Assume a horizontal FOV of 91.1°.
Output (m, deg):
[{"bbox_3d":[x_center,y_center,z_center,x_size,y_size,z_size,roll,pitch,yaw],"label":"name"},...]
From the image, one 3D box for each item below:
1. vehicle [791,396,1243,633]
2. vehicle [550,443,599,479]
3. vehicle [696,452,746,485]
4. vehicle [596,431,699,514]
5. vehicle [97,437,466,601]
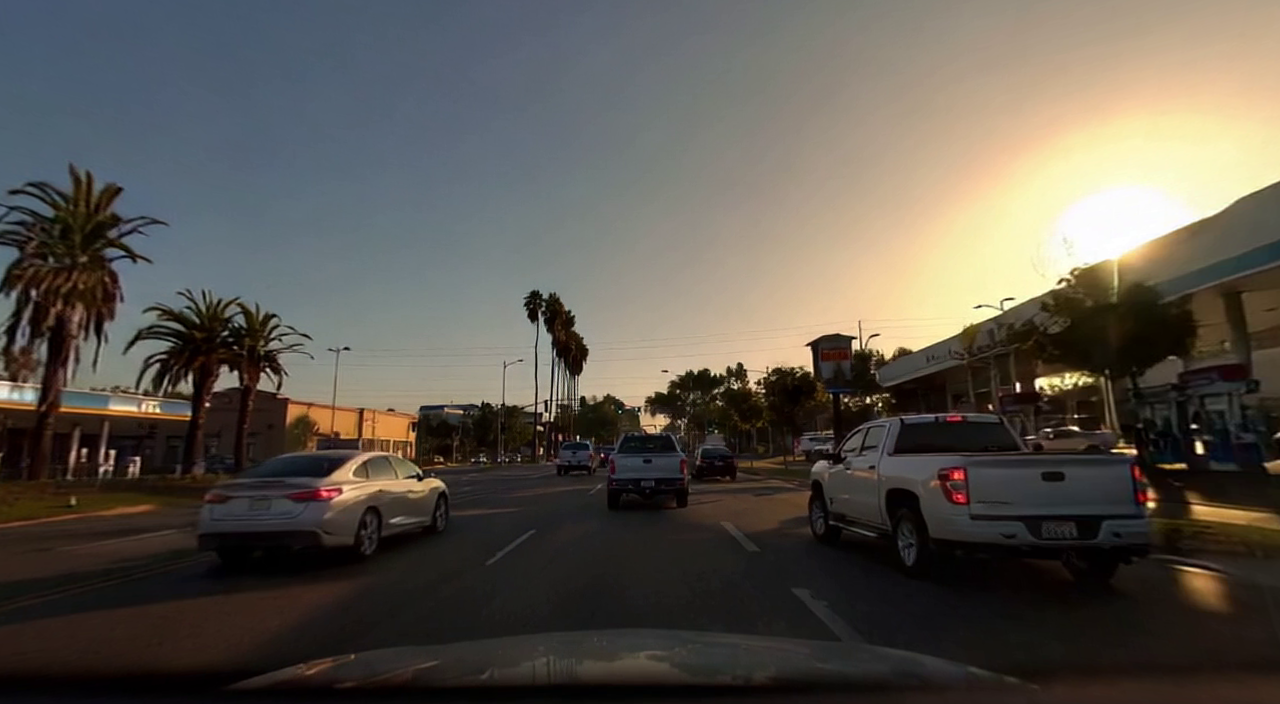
[{"bbox_3d":[3.595,1.671,7.709,2.120,1.828,5.531,0,-9,0],"label":"vehicle"},{"bbox_3d":[-3.512,5.951,34.554,2.071,1.811,4.605,0,-9,2],"label":"vehicle"},{"bbox_3d":[3.750,5.451,29.768,1.901,1.401,3.965,0,-9,1],"label":"vehicle"},{"bbox_3d":[0.206,3.125,16.881,2.295,1.835,5.471,0,-9,1],"label":"vehicle"},{"bbox_3d":[-4.022,1.913,8.281,1.983,1.502,4.720,0,-9,2],"label":"vehicle"}]
